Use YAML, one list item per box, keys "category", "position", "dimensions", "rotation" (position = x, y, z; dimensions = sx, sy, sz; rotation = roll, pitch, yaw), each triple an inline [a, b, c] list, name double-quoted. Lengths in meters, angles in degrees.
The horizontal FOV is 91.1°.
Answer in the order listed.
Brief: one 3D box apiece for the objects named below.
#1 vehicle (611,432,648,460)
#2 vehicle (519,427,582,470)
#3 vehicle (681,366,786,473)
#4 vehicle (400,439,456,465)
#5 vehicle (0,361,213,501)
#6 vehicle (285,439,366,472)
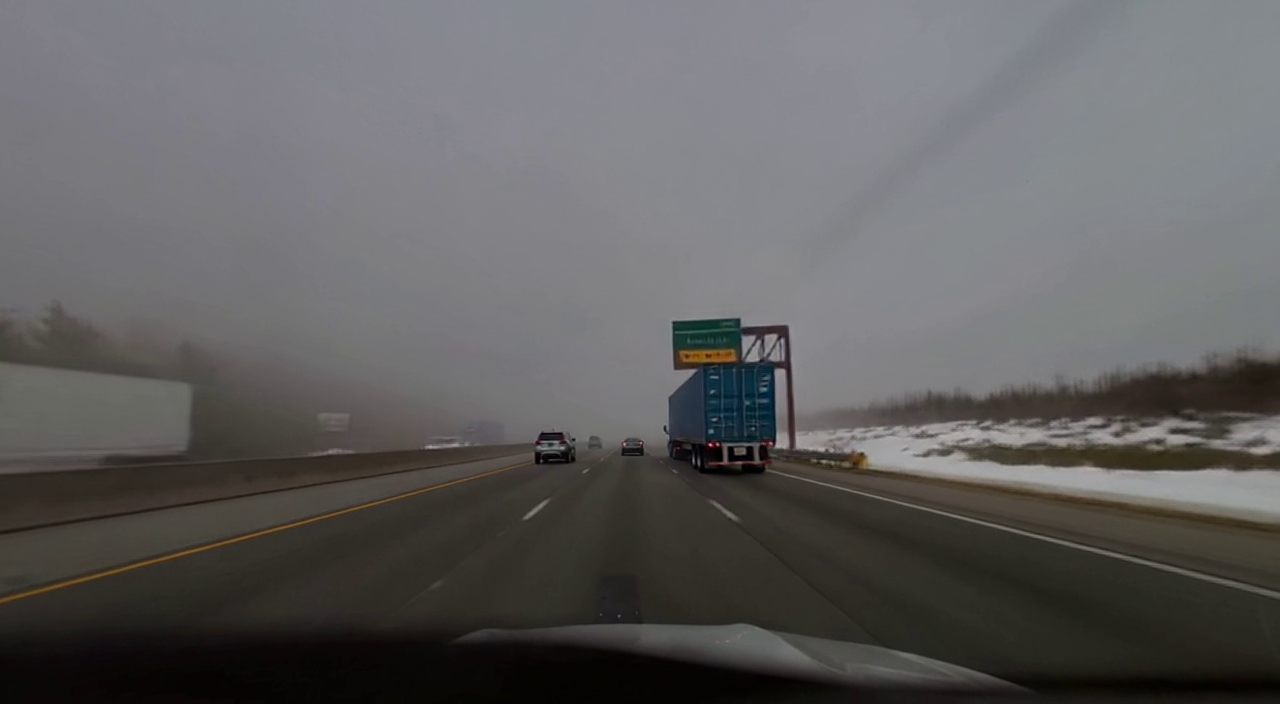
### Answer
- category: "vehicle"
  position: [-0.646, 5.676, 38.254]
  dimensions: [2.088, 1.567, 4.240]
  rotation: [0, -8, -1]
- category: "vehicle"
  position: [-3.683, 4.058, 26.695]
  dimensions: [2.054, 1.671, 4.445]
  rotation: [0, -8, 0]
- category: "vehicle"
  position: [3.606, 2.942, 26.587]
  dimensions: [2.883, 3.836, 7.894]
  rotation: [0, -8, -3]
- category: "vehicle"
  position: [-12.798, 6.036, 38.224]
  dimensions: [1.892, 1.492, 4.233]
  rotation: [0, -8, 0]
- category: "vehicle"
  position: [-19.921, 2.872, 22.727]
  dimensions: [2.931, 4.073, 8.582]
  rotation: [0, -8, -1]
- category: "vehicle"
  position: [-16.000, 5.257, 32.257]
  dimensions: [1.901, 1.533, 4.355]
  rotation: [0, -8, 0]
